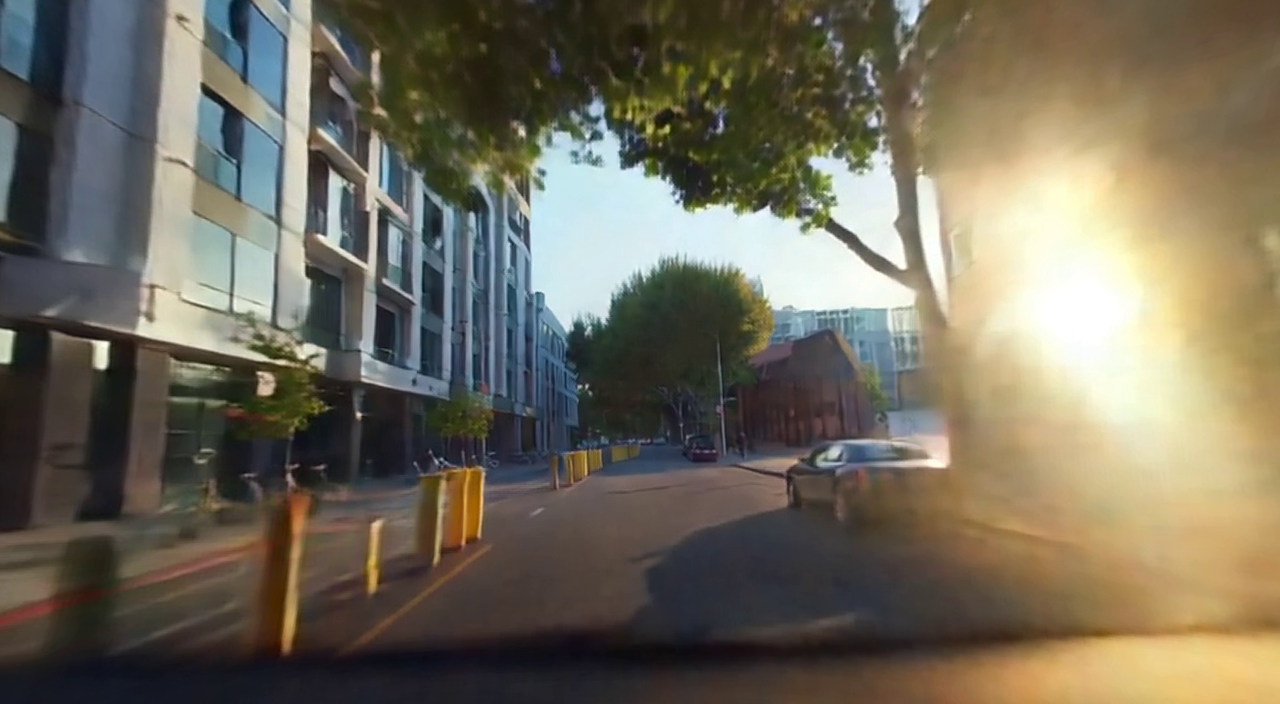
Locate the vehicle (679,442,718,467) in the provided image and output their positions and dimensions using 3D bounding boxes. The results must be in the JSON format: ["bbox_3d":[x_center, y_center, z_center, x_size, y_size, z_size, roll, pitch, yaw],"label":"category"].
[{"bbox_3d":[3.726,6.568,40.676,2.020,1.448,4.220,-1,-8,-1],"label":"vehicle"}]

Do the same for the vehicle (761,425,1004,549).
[{"bbox_3d":[3.387,1.974,10.102,1.963,1.445,4.948,-1,-8,1],"label":"vehicle"}]
